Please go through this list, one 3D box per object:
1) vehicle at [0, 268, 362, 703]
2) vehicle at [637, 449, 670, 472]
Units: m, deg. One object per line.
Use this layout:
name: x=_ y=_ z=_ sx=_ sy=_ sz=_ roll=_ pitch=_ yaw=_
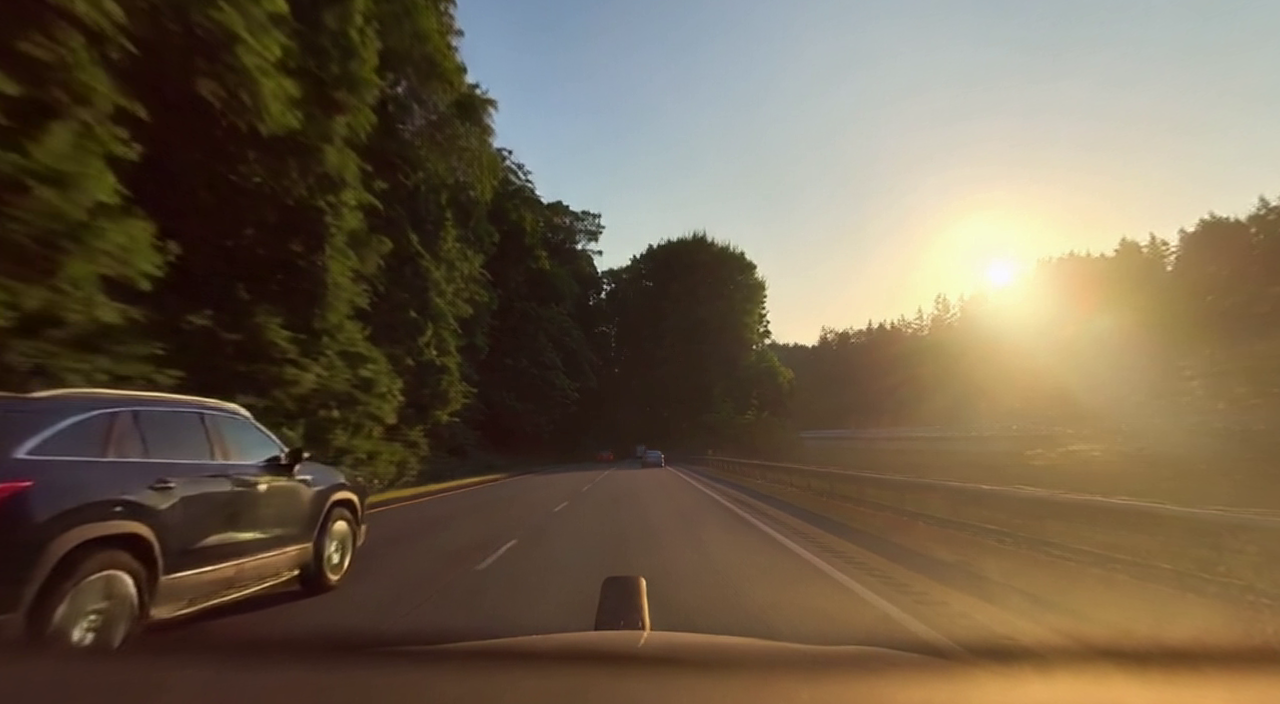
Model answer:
vehicle: x=-3.724 y=0.798 z=3.102 sx=2.418 sy=2.049 sz=4.930 roll=0 pitch=-9 yaw=0
vehicle: x=0.861 y=7.322 z=42.878 sx=2.046 sy=1.452 sz=4.407 roll=0 pitch=-9 yaw=-1
